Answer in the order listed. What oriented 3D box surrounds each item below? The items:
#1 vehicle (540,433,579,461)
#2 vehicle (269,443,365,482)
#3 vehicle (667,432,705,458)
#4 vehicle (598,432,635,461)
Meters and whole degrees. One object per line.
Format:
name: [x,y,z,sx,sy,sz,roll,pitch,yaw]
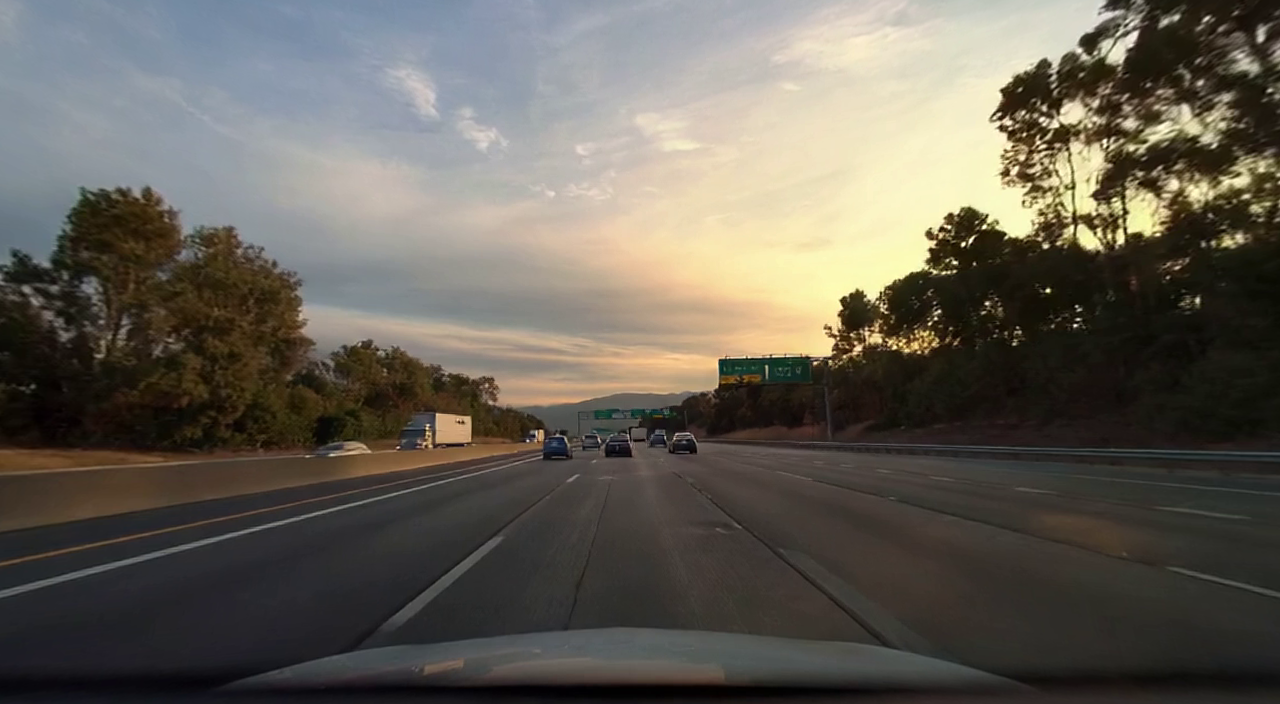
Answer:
vehicle: [-5.073,6.039,40.252,2.046,1.658,4.008,0,-8,-1]
vehicle: [-13.722,4.667,27.009,1.858,1.485,4.334,0,-8,0]
vehicle: [3.043,6.220,42.316,2.066,1.673,4.225,0,-8,-2]
vehicle: [-1.397,5.708,38.235,2.119,1.629,3.946,0,-8,-1]
